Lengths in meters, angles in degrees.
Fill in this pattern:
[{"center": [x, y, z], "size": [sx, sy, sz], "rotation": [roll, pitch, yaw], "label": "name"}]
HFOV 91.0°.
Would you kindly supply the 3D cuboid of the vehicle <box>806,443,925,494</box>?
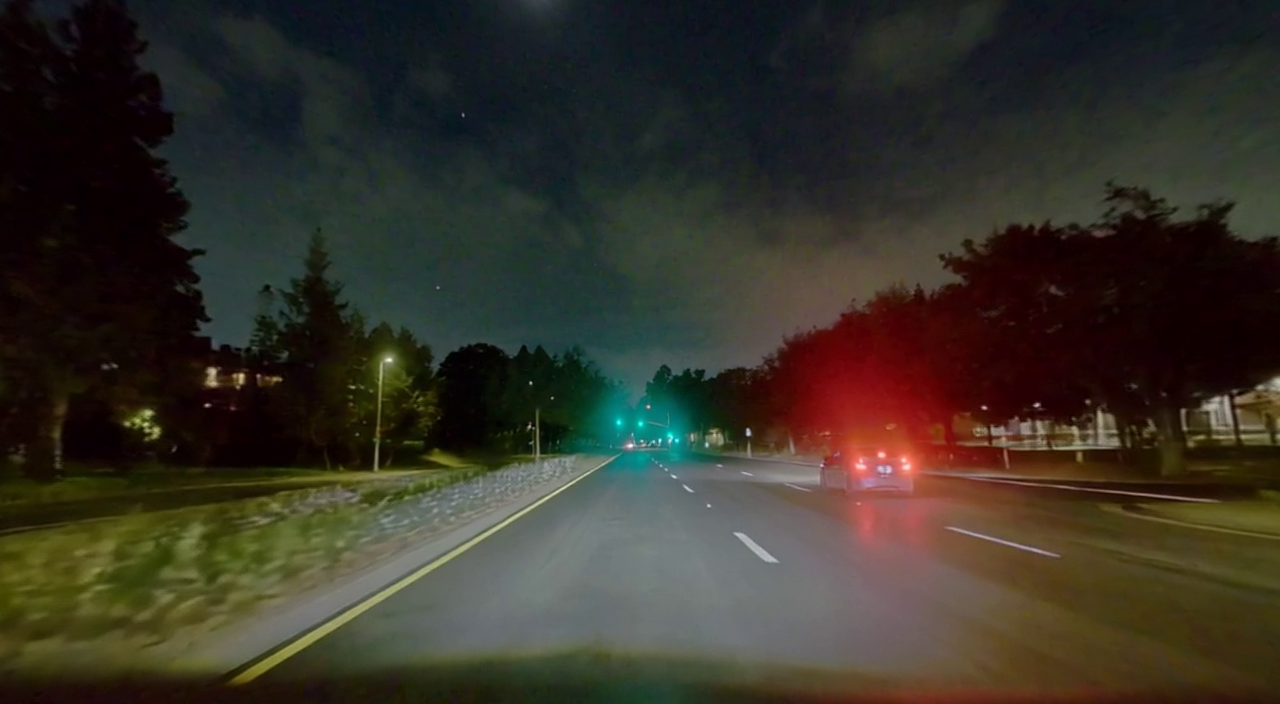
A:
[{"center": [6.988, 3.640, 20.131], "size": [2.054, 1.421, 4.487], "rotation": [0, -9, -1], "label": "vehicle"}]
